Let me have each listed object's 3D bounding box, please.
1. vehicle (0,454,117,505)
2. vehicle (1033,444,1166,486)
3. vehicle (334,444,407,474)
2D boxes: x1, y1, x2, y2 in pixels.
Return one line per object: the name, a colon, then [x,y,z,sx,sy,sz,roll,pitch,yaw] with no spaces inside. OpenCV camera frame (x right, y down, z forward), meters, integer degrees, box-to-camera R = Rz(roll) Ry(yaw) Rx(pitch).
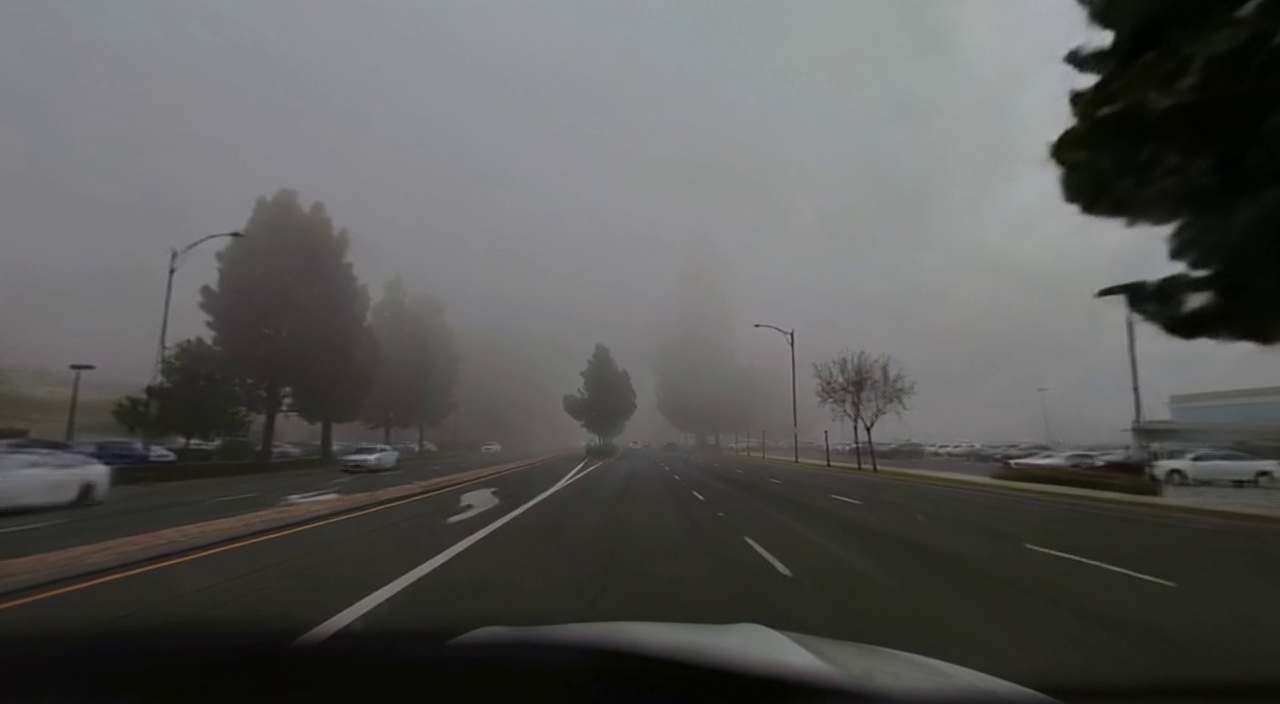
vehicle: [-19.787,4.072,20.560,1.787,1.437,4.414,0,-8,-1]
vehicle: [20.600,5.054,28.563,4.573,1.747,2.191,-6,-10,34]
vehicle: [-14.534,5.768,34.394,1.950,1.505,4.733,0,-8,-1]
